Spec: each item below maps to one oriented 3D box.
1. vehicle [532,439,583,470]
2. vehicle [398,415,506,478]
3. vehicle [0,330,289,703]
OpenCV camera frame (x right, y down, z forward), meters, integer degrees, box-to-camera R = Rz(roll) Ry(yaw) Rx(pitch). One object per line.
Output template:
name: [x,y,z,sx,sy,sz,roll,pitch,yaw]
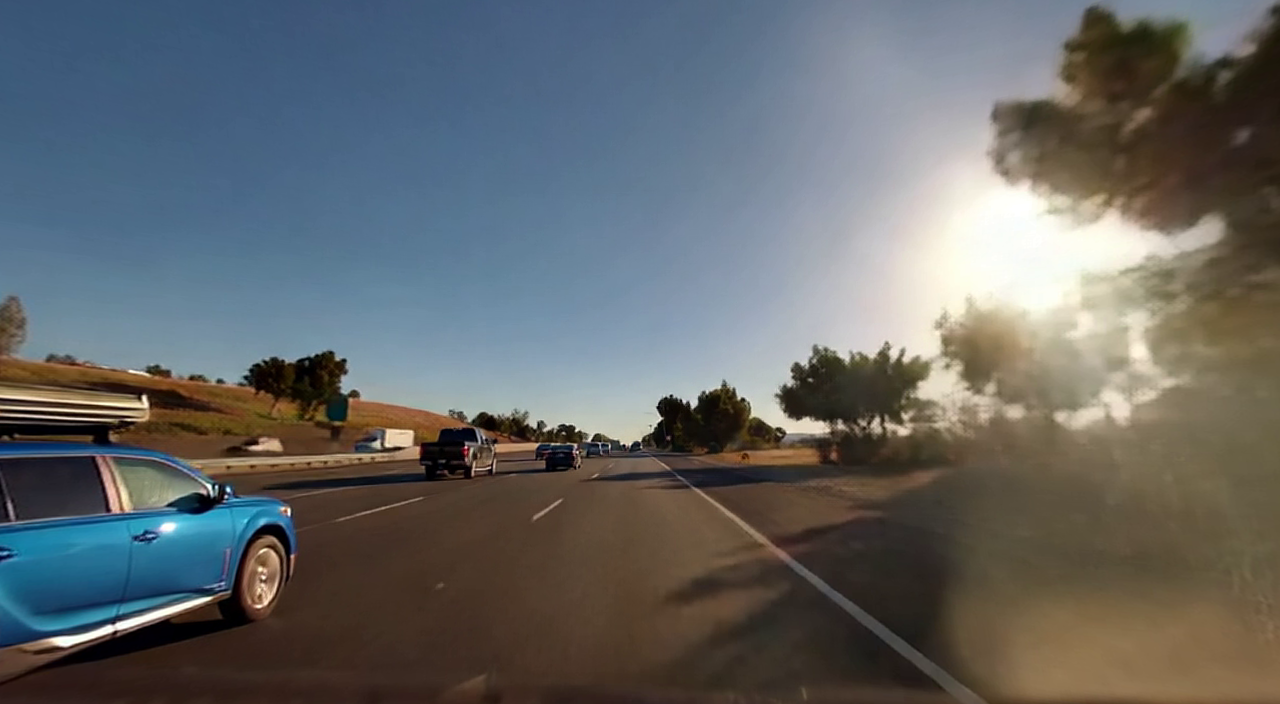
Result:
vehicle: [-4.224,5.339,32.882,2.012,1.509,4.359,0,-9,1]
vehicle: [-7.532,3.906,26.087,2.594,2.254,6.028,0,-9,0]
vehicle: [-4.043,0.772,2.610,2.200,1.807,5.041,0,-9,1]
